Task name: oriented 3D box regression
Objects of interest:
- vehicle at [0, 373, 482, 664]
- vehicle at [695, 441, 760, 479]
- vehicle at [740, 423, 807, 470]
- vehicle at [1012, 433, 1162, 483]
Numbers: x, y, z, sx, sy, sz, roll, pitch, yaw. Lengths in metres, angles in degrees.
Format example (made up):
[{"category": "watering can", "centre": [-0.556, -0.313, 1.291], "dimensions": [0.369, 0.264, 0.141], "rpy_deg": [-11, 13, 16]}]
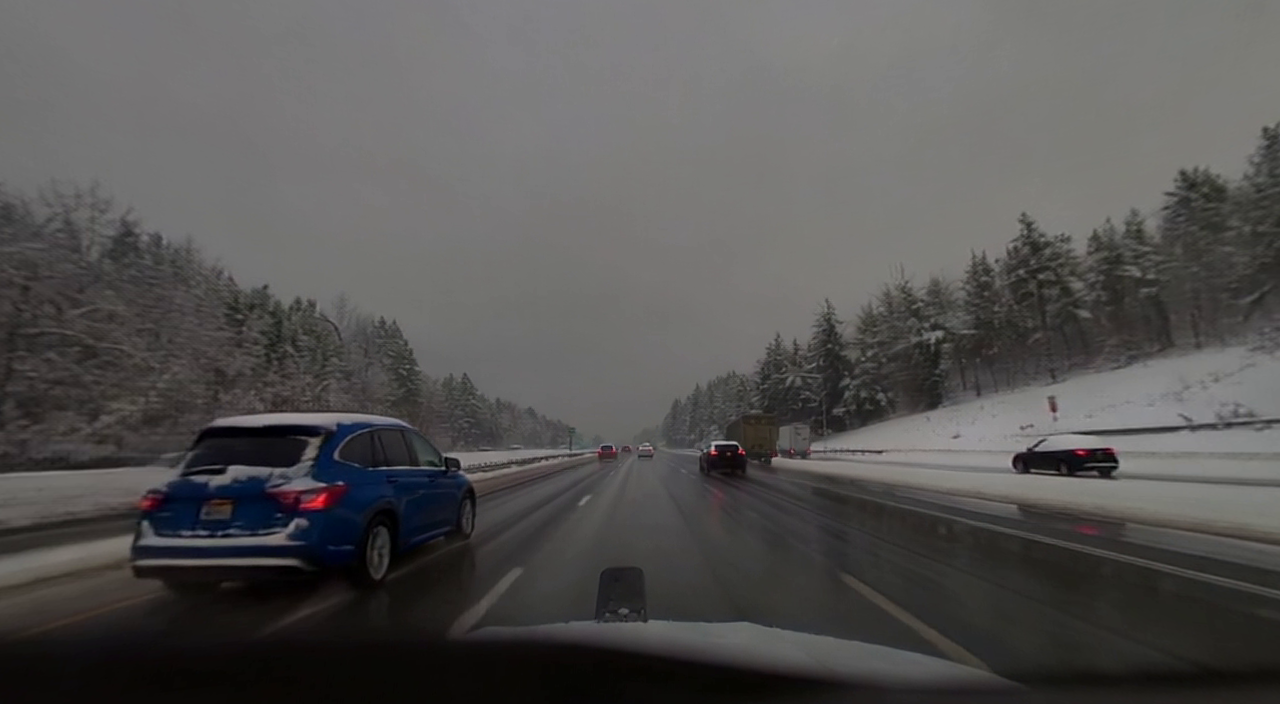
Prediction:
[{"category": "vehicle", "centre": [-3.469, 1.403, 6.535], "dimensions": [2.218, 1.764, 5.229], "rpy_deg": [0, -9, 1]}, {"category": "vehicle", "centre": [3.701, 4.658, 27.459], "dimensions": [2.080, 1.493, 4.674], "rpy_deg": [0, -9, -1]}, {"category": "vehicle", "centre": [7.942, 5.736, 38.126], "dimensions": [2.729, 2.628, 4.875], "rpy_deg": [0, -9, -2]}, {"category": "vehicle", "centre": [19.487, 4.657, 27.997], "dimensions": [2.221, 1.995, 5.803], "rpy_deg": [0, -9, -2]}]
